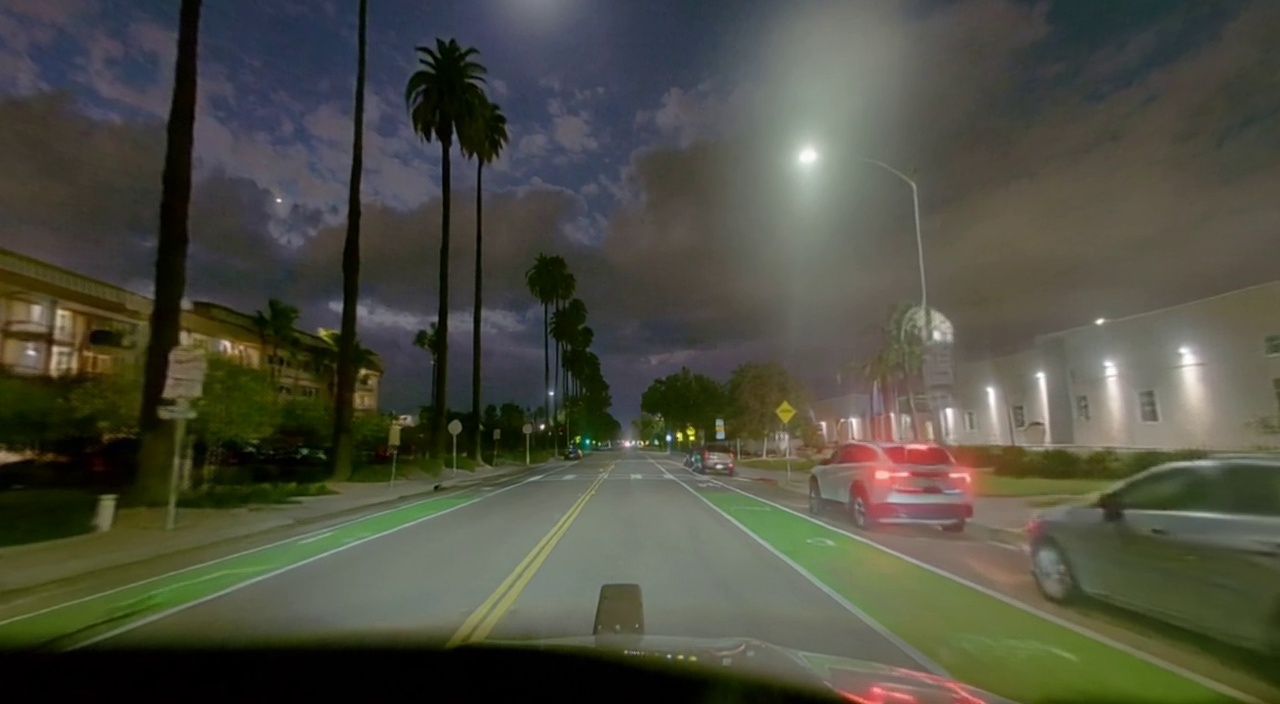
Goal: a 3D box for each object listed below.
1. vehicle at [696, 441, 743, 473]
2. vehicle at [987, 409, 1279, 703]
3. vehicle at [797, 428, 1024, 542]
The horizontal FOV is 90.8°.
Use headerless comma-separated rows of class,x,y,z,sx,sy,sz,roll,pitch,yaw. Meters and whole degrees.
vehicle,4.368,5.867,35.386,1.997,1.640,4.494,0,-9,-1
vehicle,4.493,1.290,4.152,2.000,1.732,4.298,-1,-9,1
vehicle,4.748,2.404,12.124,2.144,1.720,4.794,0,-9,-1
